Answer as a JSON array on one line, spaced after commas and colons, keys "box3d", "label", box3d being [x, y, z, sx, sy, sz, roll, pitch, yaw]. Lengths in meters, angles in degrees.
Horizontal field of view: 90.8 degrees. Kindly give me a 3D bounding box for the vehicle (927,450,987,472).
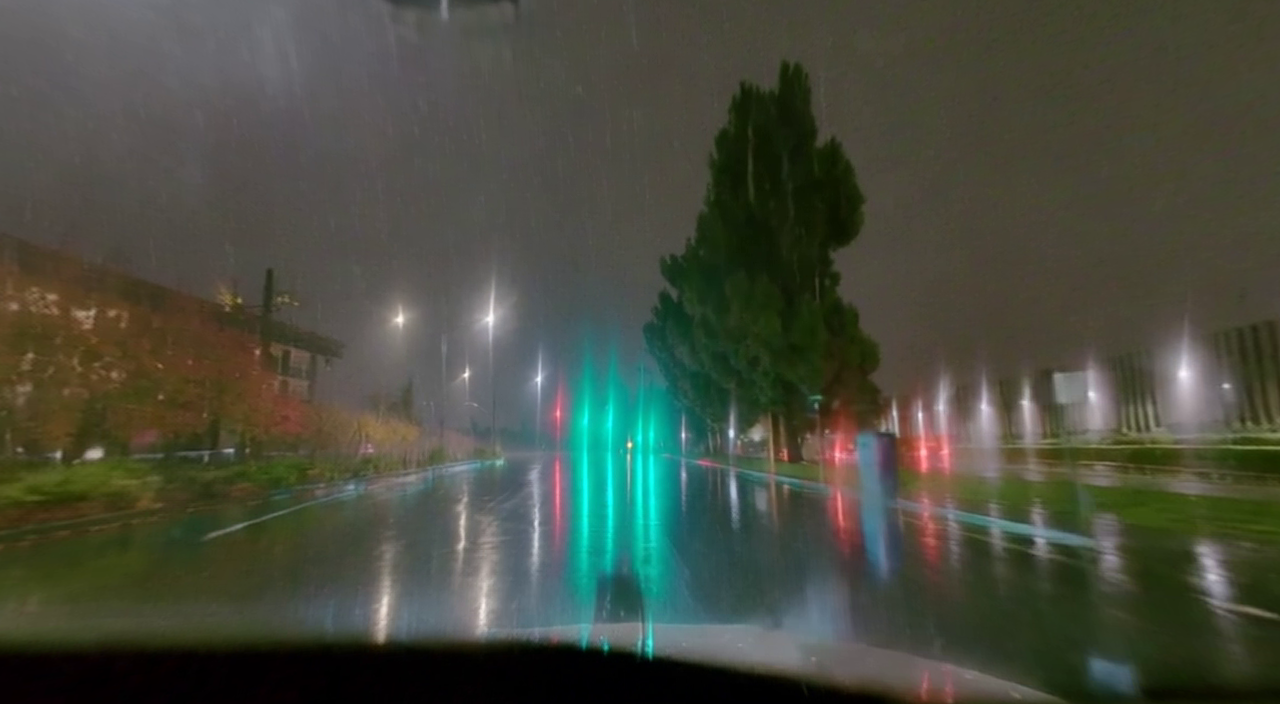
[{"box3d": [23.932, 8.238, 47.931, 1.905, 1.575, 4.678, 0, -8, -3], "label": "vehicle"}]
